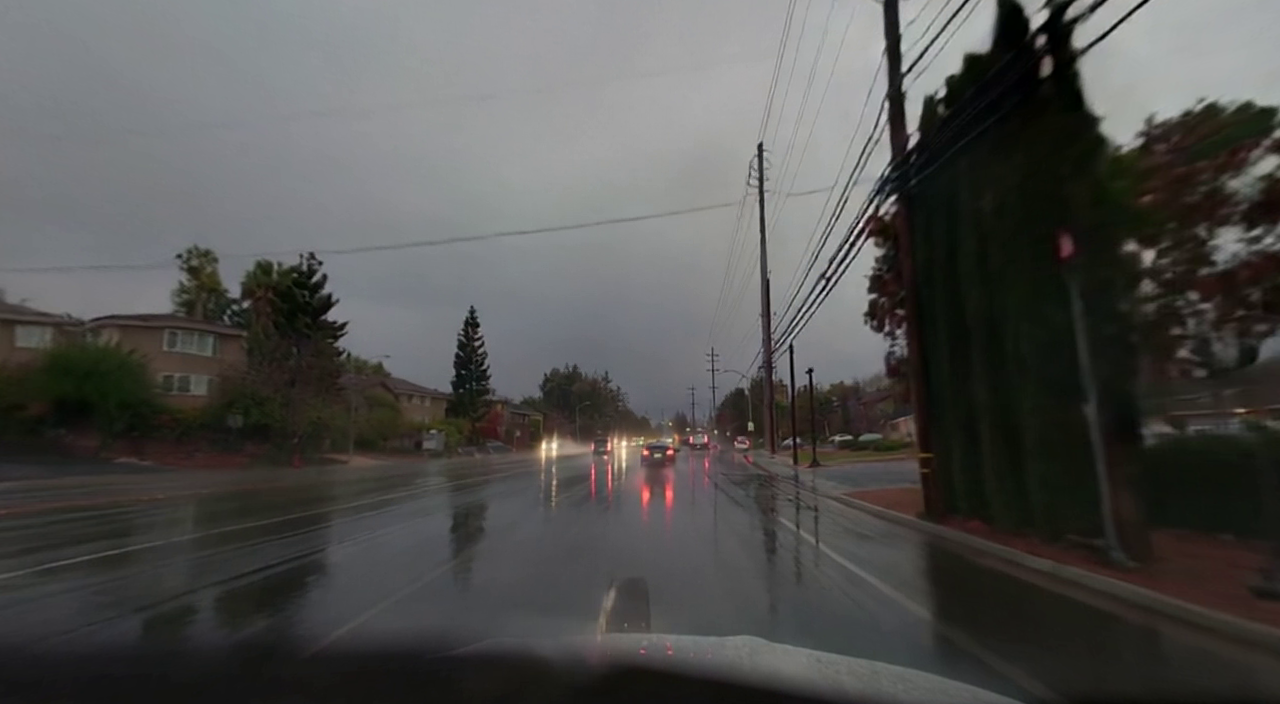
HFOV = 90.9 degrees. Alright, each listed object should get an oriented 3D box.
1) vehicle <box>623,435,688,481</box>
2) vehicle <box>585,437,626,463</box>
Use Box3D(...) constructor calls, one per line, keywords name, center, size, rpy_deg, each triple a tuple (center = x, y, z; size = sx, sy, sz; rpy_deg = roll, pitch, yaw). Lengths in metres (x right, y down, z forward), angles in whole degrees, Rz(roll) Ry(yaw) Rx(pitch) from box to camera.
Box3D(name="vehicle", center=(0.635, 3.765, 22.576), size=(2.117, 1.474, 4.036), rpy_deg=(-1, -8, 4))
Box3D(name="vehicle", center=(-2.019, 5.958, 38.421), size=(1.983, 1.485, 4.159), rpy_deg=(-1, -8, 4))
